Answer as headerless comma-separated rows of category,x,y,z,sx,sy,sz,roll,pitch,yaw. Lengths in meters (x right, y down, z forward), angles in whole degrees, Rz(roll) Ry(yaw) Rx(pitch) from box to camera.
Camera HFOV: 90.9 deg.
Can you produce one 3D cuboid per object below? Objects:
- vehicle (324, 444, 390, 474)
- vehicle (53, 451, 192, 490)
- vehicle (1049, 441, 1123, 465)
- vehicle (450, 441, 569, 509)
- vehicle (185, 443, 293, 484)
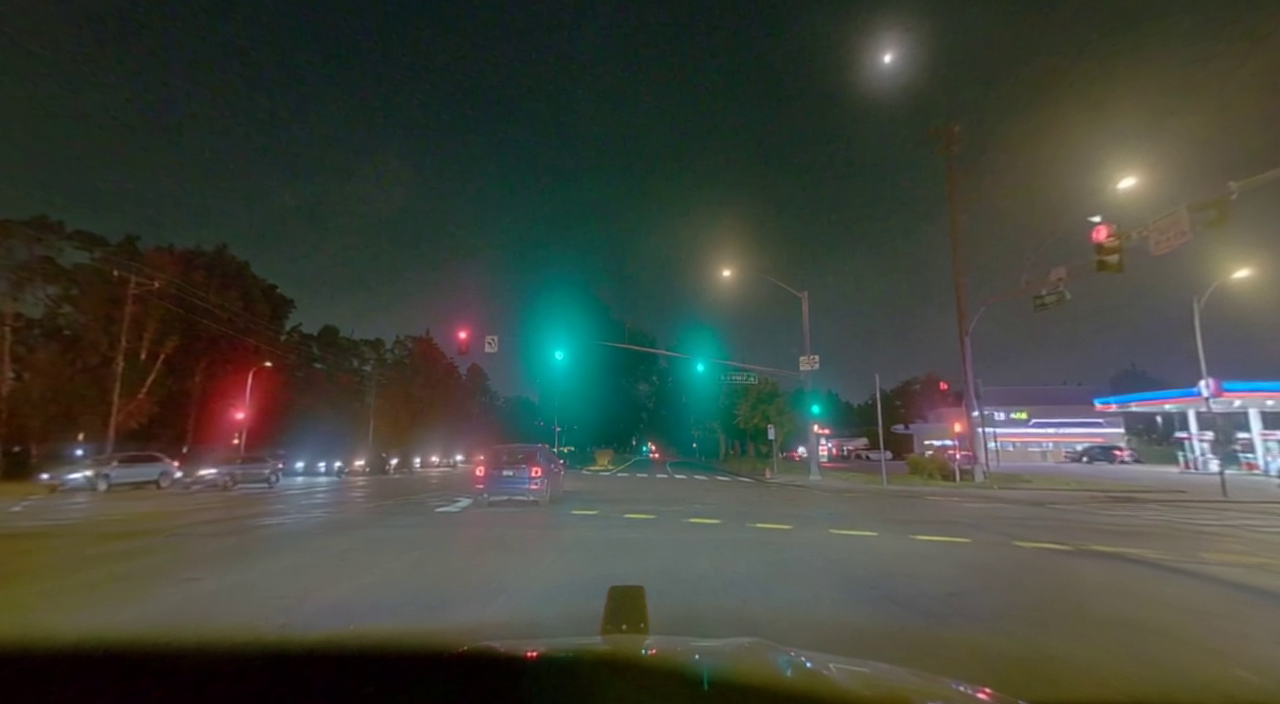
vehicle,-17.612,6.625,39.434,2.032,1.741,4.450,0,-8,0
vehicle,-20.799,4.749,25.638,1.821,1.371,4.545,0,-8,-1
vehicle,32.943,7.445,46.721,2.148,1.679,4.197,1,-9,-5
vehicle,-3.163,3.079,16.345,2.041,1.483,4.533,0,-8,1
vehicle,-17.387,4.826,27.622,1.887,1.635,4.281,0,-8,0
